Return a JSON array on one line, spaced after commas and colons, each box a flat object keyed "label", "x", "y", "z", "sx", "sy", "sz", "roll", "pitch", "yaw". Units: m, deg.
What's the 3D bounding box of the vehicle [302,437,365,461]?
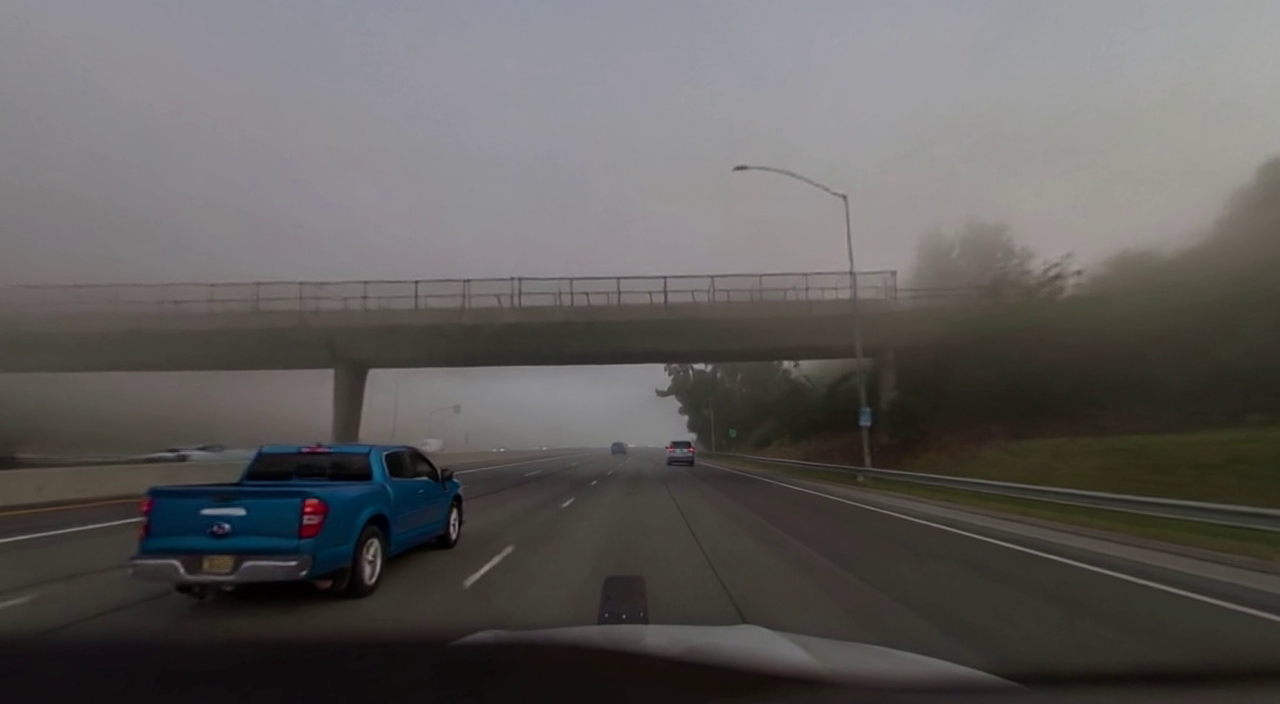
[{"label": "vehicle", "x": -23.247, "y": 7.380, "z": 48.099, "sx": 2.123, "sy": 1.721, "sz": 5.137, "roll": 0, "pitch": -8, "yaw": 1}]

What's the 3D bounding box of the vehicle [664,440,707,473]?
[{"label": "vehicle", "x": 2.344, "y": 5.588, "z": 33.993, "sx": 2.010, "sy": 1.637, "sz": 4.940, "roll": 0, "pitch": -8, "yaw": 1}]

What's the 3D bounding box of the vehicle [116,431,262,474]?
[{"label": "vehicle", "x": -19.869, "y": 4.468, "z": 28.253, "sx": 2.203, "sy": 1.733, "sz": 5.705, "roll": 0, "pitch": -8, "yaw": 1}]

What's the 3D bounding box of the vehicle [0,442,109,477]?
[{"label": "vehicle", "x": -27.148, "y": 4.843, "z": 28.729, "sx": 1.837, "sy": 1.452, "sz": 4.655, "roll": 0, "pitch": -8, "yaw": 1}]
